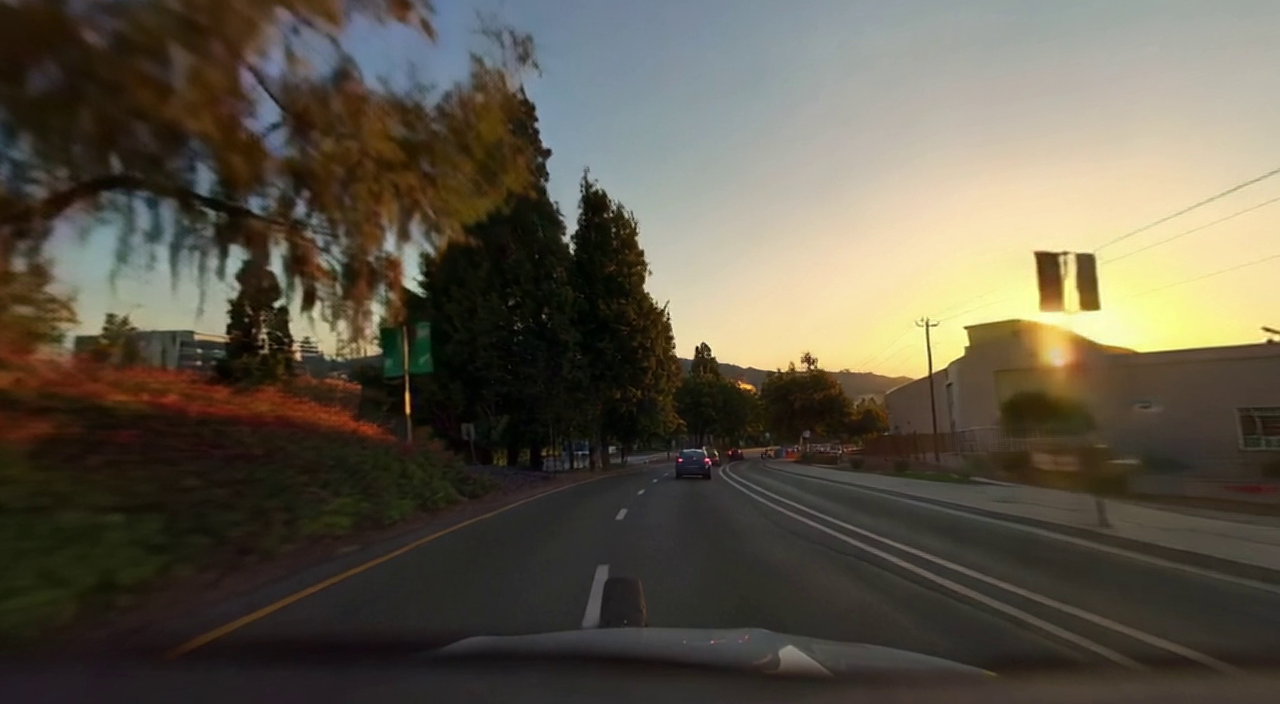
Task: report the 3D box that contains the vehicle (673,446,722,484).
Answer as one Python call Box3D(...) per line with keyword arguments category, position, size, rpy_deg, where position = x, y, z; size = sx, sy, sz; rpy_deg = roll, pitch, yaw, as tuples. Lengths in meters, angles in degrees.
Box3D(category="vehicle", position=(2.489, 4.935, 27.918), size=(1.956, 1.473, 4.640), rpy_deg=(0, -8, 4))
